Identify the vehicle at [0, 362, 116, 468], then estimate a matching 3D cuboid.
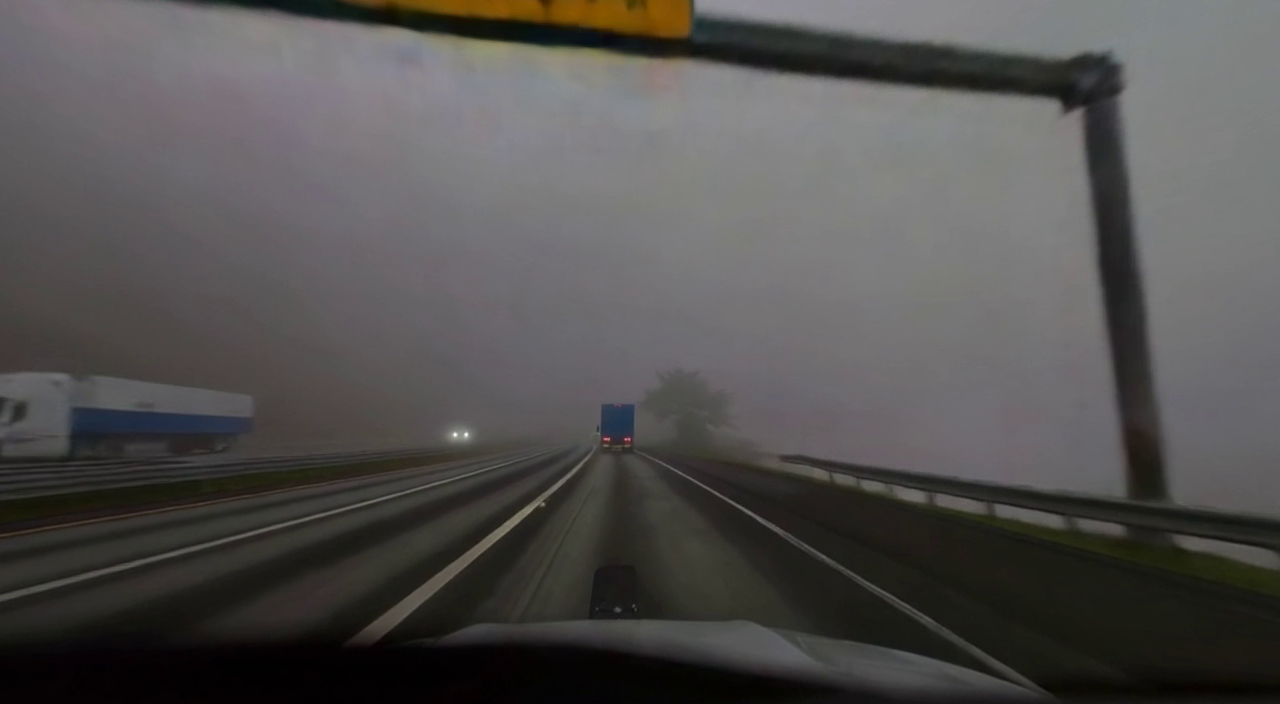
[{"bbox_3d":[-25.405,2.676,25.622,2.968,3.914,6.085,0,-9,-3],"label":"vehicle"}]
